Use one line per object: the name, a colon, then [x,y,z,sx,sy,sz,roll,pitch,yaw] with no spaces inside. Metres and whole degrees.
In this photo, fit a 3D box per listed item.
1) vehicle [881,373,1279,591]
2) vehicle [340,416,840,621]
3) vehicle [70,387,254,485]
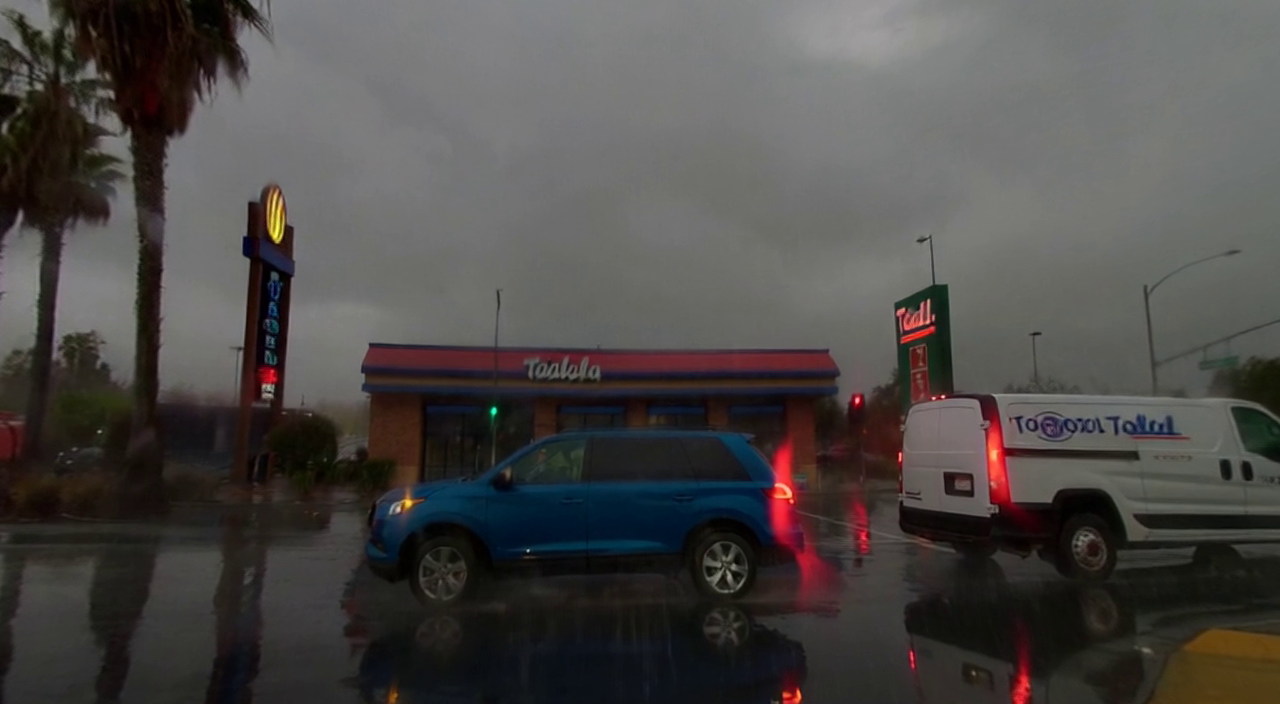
vehicle: [6.644,1.540,8.036,6.246,2.202,2.277,1,-9,-7]
vehicle: [-0.483,1.627,6.848,4.493,1.728,2.137,1,-9,-9]
vehicle: [-21.664,3.968,29.436,3.034,3.929,7.699,1,-9,-6]
